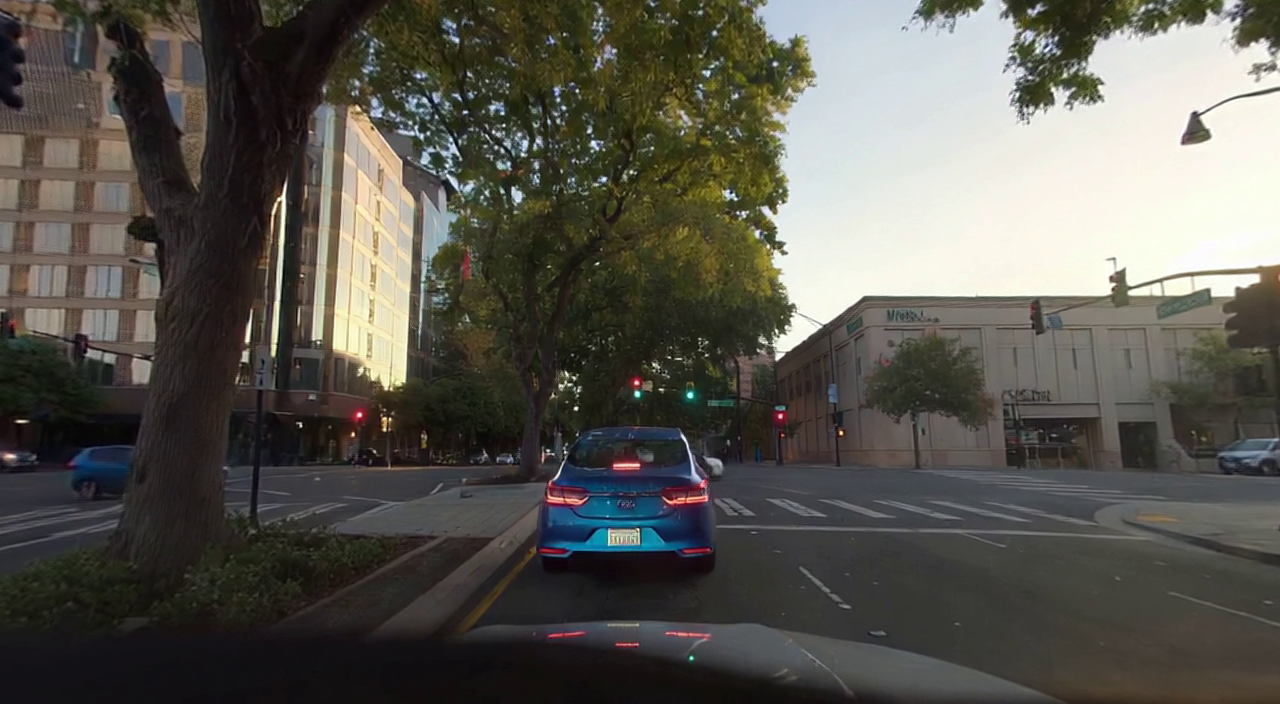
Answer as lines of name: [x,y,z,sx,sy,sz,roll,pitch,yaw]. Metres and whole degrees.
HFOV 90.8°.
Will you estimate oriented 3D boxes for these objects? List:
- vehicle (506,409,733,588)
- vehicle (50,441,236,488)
vehicle: [-0.220,1.628,7.797,2.066,1.618,3.922,0,-8,-1]
vehicle: [-17.673,4.008,22.686,4.891,1.591,2.067,0,-8,0]
